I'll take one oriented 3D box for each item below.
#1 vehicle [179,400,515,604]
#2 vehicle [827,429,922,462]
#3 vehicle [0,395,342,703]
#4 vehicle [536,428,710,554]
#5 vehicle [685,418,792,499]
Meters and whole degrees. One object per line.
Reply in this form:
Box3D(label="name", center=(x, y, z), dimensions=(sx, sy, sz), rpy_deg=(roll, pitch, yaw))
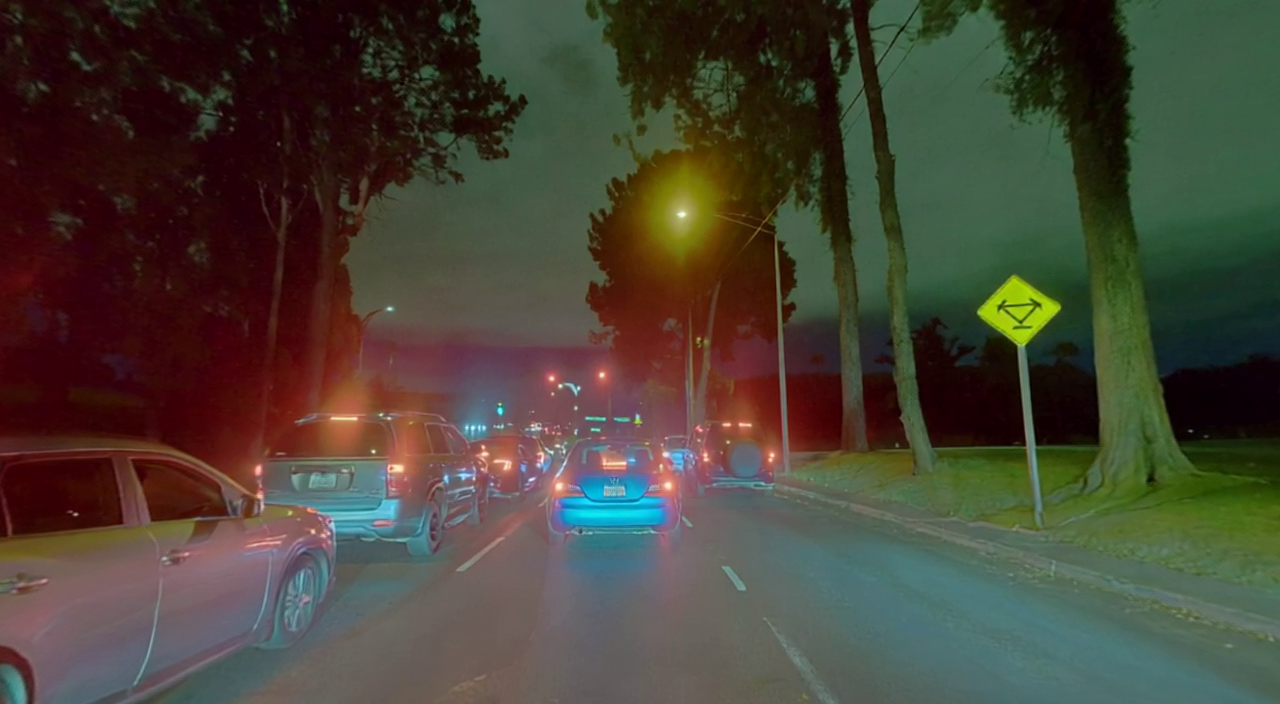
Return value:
Box3D(label="vehicle", center=(-2.895, 1.574, 7.449), dimensions=(1.964, 1.712, 4.097), rpy_deg=(0, -8, 0))
Box3D(label="vehicle", center=(11.371, 4.560, 30.693), dimensions=(3.883, 1.534, 1.779), rpy_deg=(0, -8, 2))
Box3D(label="vehicle", center=(-2.932, 0.840, 1.627), dimensions=(1.974, 1.484, 4.716), rpy_deg=(0, -8, 1))
Box3D(label="vehicle", center=(-0.251, 1.917, 9.337), dimensions=(2.025, 1.453, 3.848), rpy_deg=(0, -8, -2))
Box3D(label="vehicle", center=(2.446, 2.807, 16.874), dimensions=(2.059, 1.864, 4.541), rpy_deg=(0, -8, -1))
